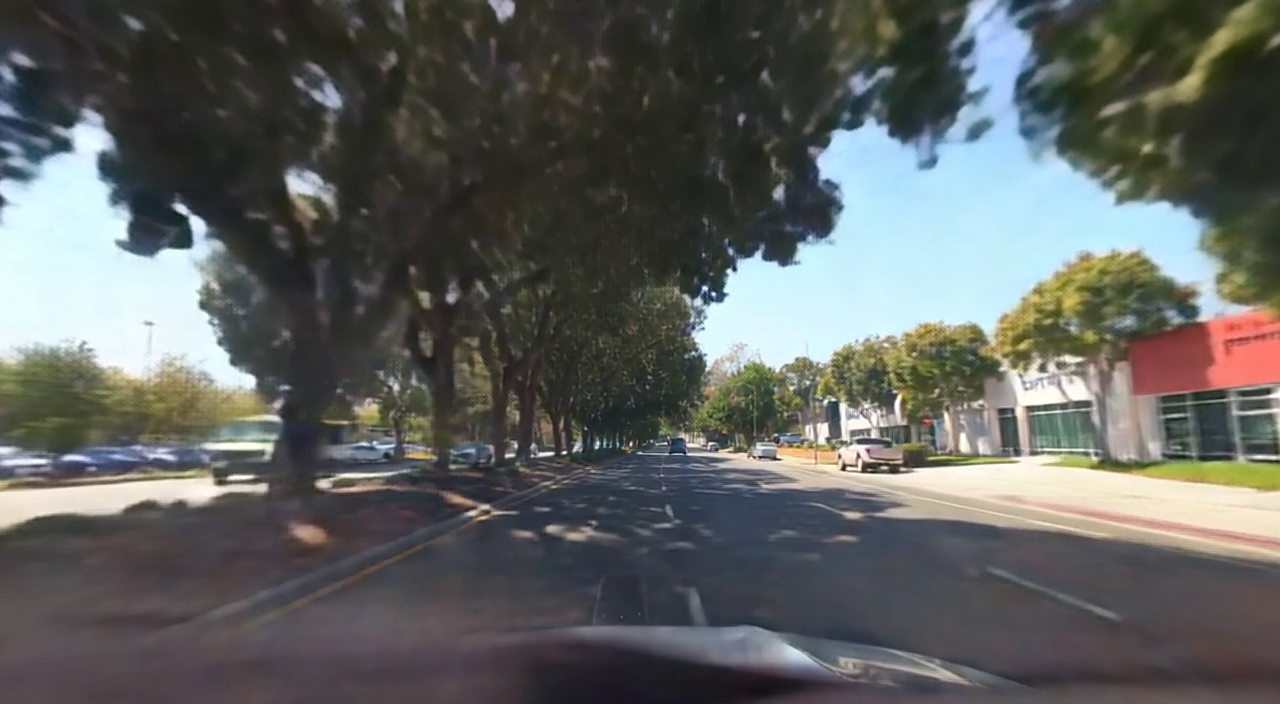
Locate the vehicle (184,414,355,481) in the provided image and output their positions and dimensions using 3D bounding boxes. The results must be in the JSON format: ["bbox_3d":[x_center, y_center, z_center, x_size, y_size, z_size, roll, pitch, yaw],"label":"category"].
[{"bbox_3d":[-14.516,3.855,25.569,2.626,2.310,6.781,0,-8,2],"label":"vehicle"}]

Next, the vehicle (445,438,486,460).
[{"bbox_3d":[-13.017,7.258,47.368,1.802,1.535,4.031,0,-9,1],"label":"vehicle"}]

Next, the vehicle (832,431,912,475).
[{"bbox_3d":[11.232,4.943,31.008,2.264,1.958,5.135,-1,-9,4],"label":"vehicle"}]
